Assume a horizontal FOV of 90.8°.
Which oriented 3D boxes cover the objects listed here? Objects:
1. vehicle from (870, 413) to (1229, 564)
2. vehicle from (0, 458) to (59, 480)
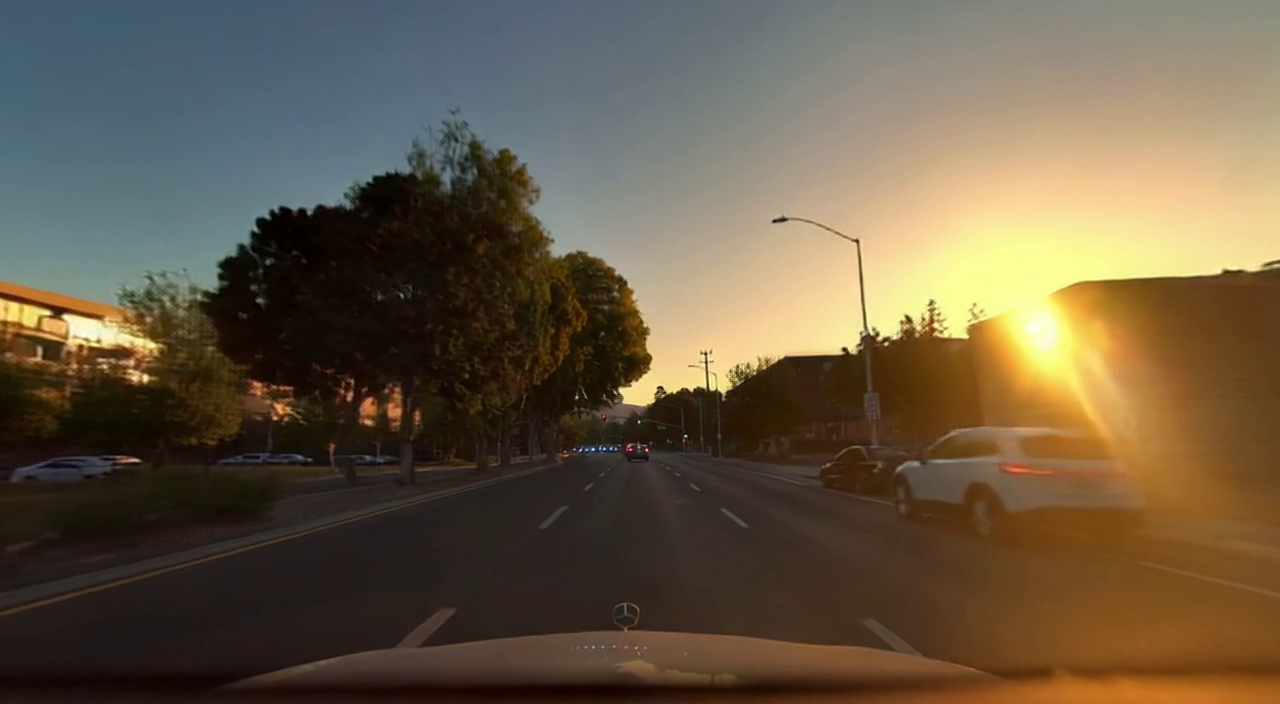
[{"bbox_3d":[5.877,2.023,10.181,2.295,1.804,4.971,0,-9,-2],"label":"vehicle"},{"bbox_3d":[-45.054,8.619,46.658,1.898,1.449,4.524,4,-10,-27],"label":"vehicle"}]
